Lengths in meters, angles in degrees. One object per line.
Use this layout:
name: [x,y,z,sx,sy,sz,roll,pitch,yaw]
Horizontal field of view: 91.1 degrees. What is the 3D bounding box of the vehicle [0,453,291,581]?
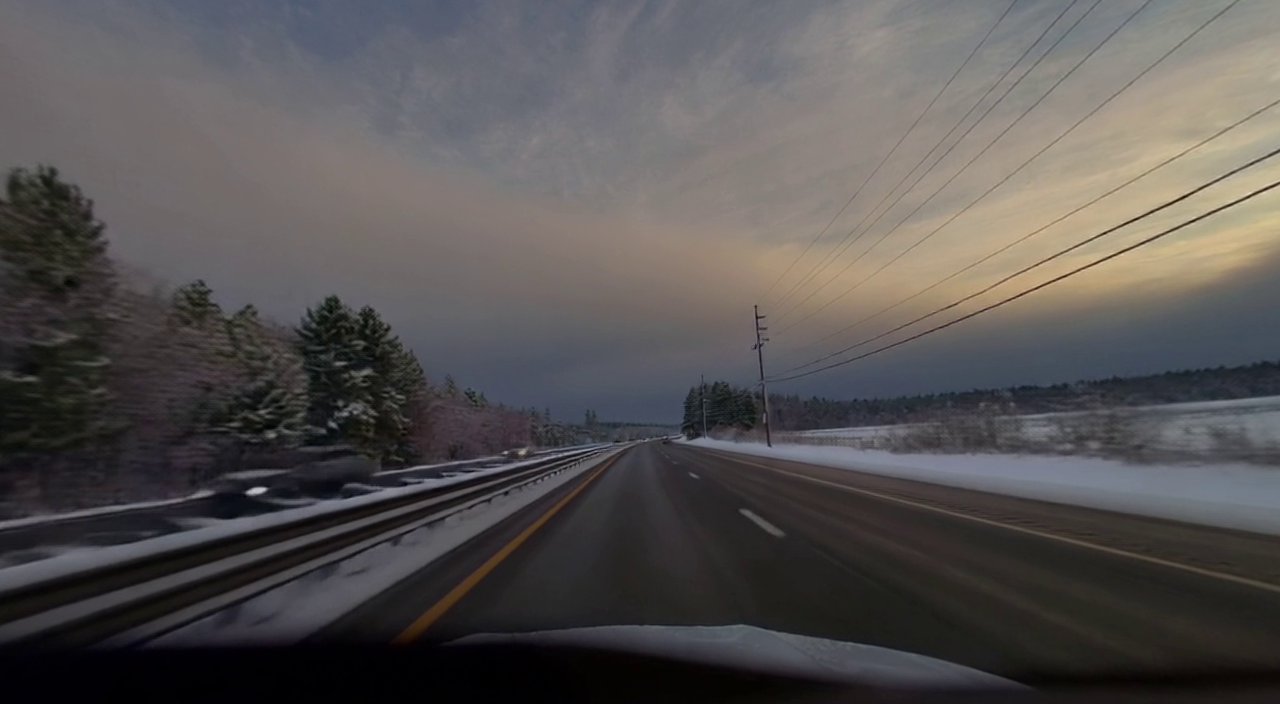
vehicle: [-7.276,2.270,9.392,1.936,1.430,3.777,0,-8,-1]
